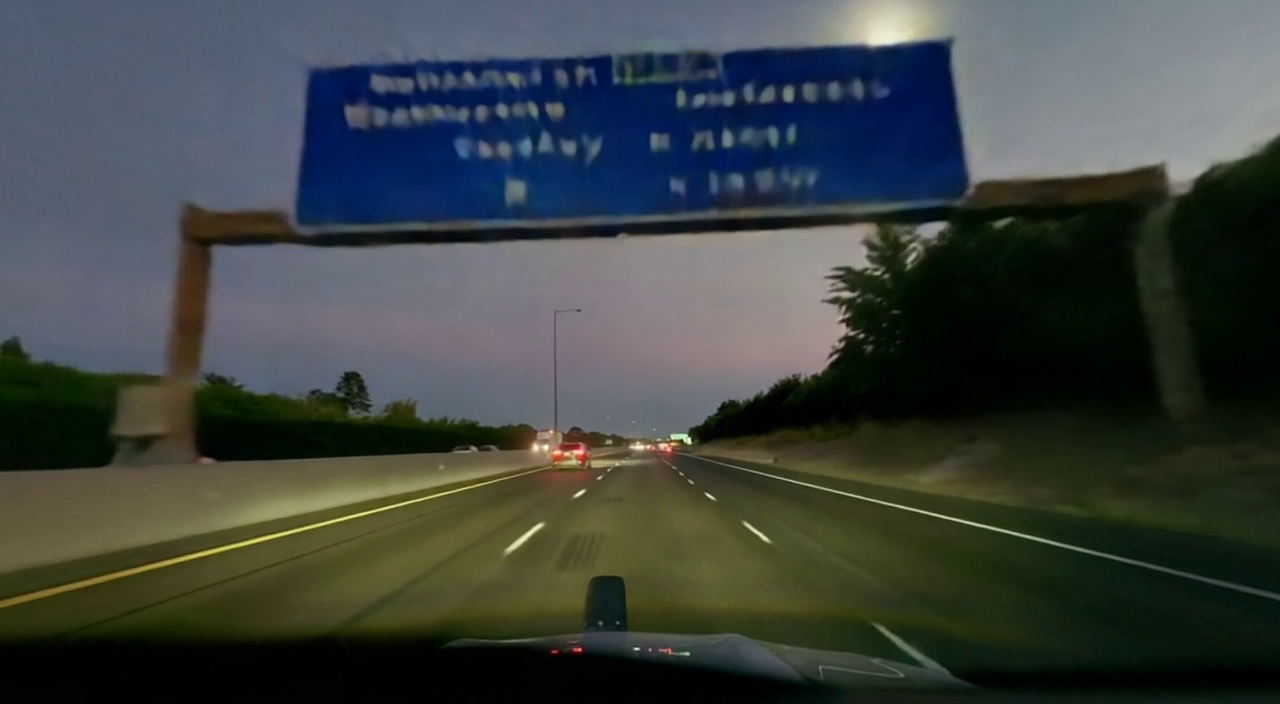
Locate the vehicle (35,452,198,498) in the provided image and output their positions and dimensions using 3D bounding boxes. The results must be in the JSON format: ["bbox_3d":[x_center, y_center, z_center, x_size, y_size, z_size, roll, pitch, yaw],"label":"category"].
[{"bbox_3d":[-19.237,4.509,23.526,1.946,1.461,4.746,0,-9,1],"label":"vehicle"}]

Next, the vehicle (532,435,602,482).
[{"bbox_3d":[-2.719,4.091,24.466,2.183,1.662,3.968,0,-9,1],"label":"vehicle"}]
